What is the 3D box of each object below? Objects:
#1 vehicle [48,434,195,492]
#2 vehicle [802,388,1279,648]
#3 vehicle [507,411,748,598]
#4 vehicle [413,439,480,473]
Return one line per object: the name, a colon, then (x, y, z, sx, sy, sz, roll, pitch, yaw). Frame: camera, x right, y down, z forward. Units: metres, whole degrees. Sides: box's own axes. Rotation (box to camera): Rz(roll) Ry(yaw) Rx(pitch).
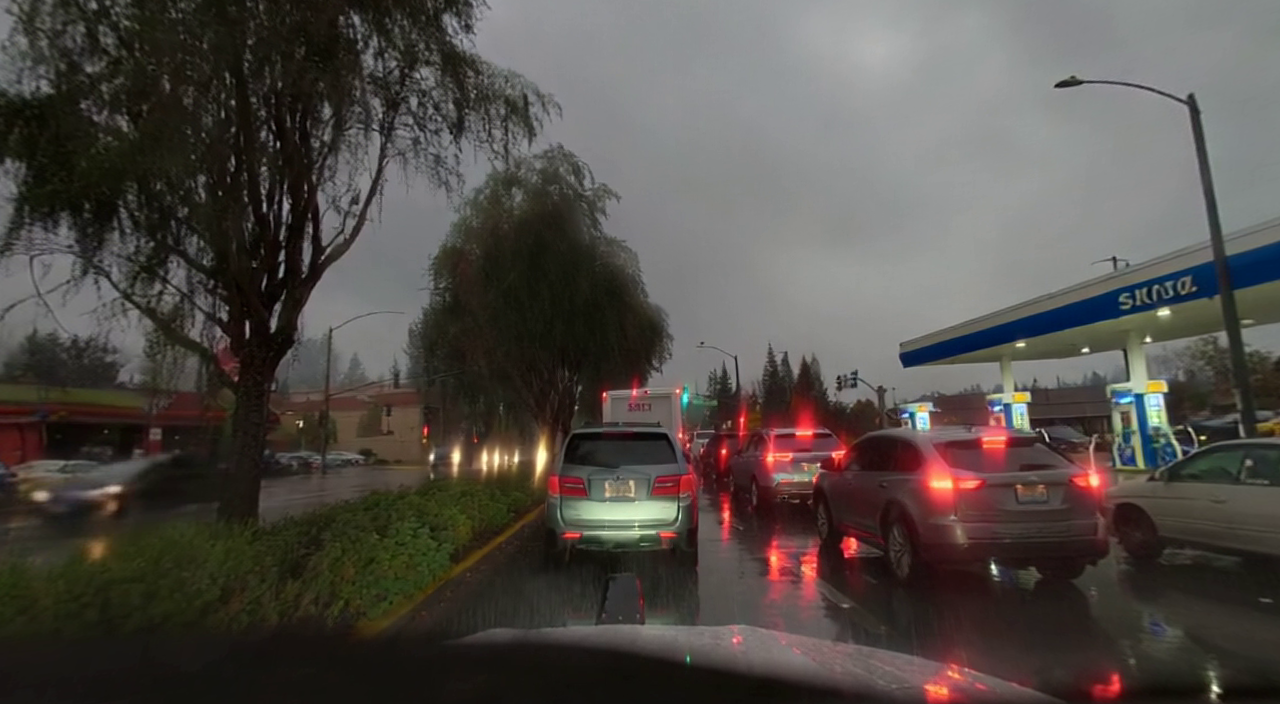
vehicle: (-26.949, 5.778, 33.294, 2.571, 2.711, 6.027, 0, -9, 0)
vehicle: (3.369, 1.424, 6.470, 2.056, 1.700, 4.399, 0, -9, -3)
vehicle: (-0.148, 1.616, 7.466, 2.106, 1.613, 3.697, 0, -9, -1)
vehicle: (-10.971, 5.942, 36.203, 2.190, 1.778, 5.033, -1, -9, 1)
